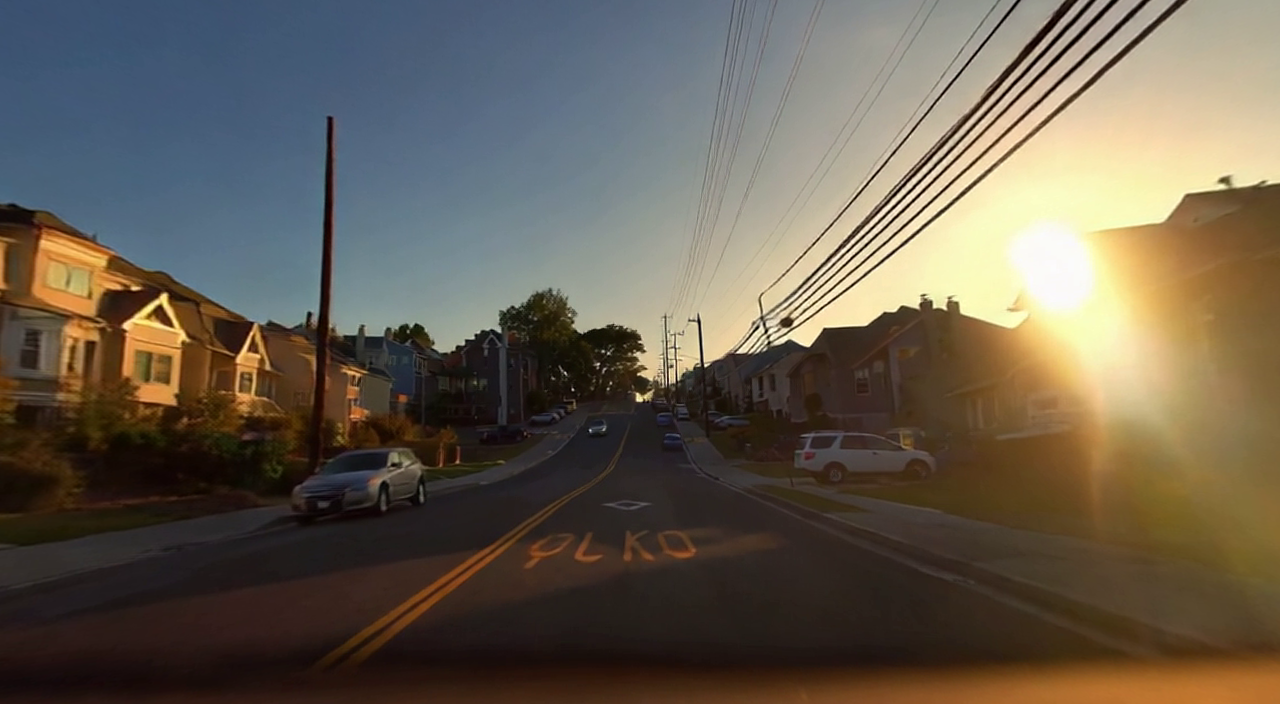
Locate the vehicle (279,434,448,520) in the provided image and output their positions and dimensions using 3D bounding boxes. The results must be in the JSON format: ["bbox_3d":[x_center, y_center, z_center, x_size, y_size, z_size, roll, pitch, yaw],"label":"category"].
[{"bbox_3d":[-6.703,3.193,15.952,2.156,1.764,4.410,-2,-12,1],"label":"vehicle"}]

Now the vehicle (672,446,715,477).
[{"bbox_3d":[2.835,5.876,34.045,2.063,1.503,4.415,0,-8,2],"label":"vehicle"}]

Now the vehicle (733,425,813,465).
[{"bbox_3d":[8.013,5.646,38.264,4.286,2.044,1.913,-5,-8,-1],"label":"vehicle"}]

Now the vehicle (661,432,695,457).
[{"bbox_3d":[2.893,7.209,48.989,2.211,1.860,4.813,0,-8,-1],"label":"vehicle"}]

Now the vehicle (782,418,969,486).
[{"bbox_3d":[7.960,3.441,21.759,5.512,1.846,2.115,-4,-8,1],"label":"vehicle"}]
